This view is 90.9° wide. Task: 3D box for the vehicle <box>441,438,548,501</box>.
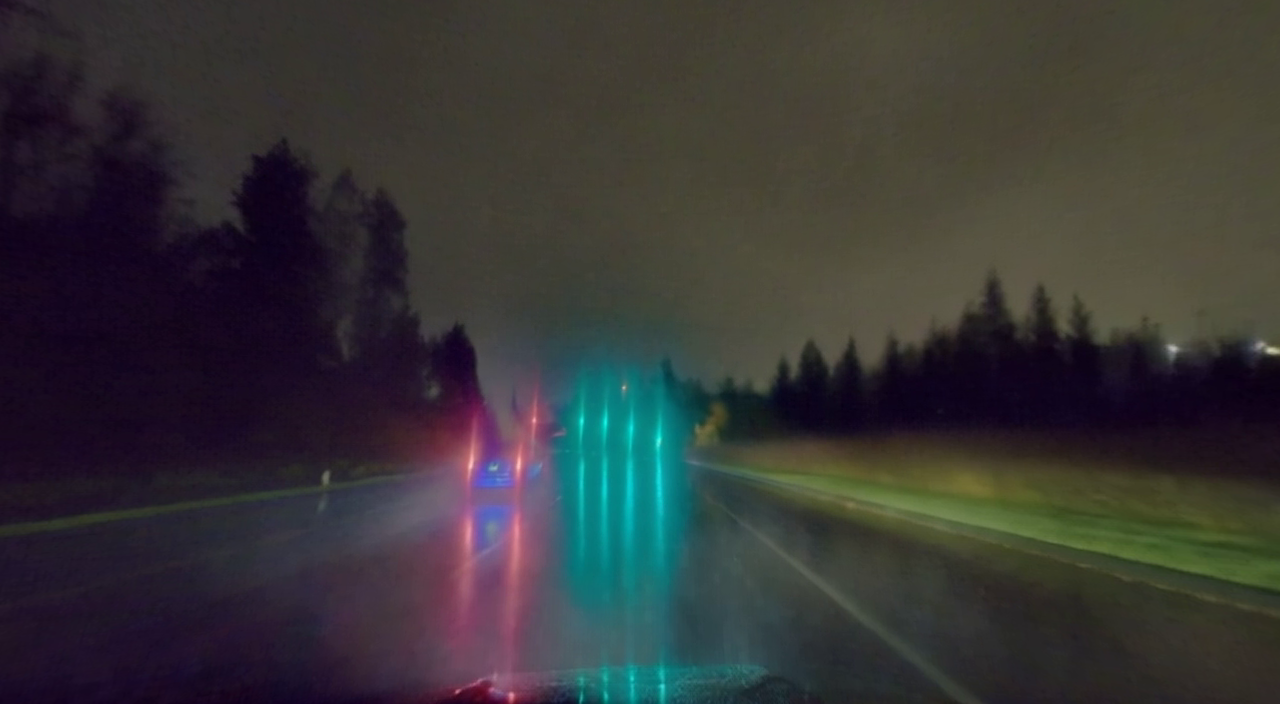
[{"bbox_3d":[-3.891,3.215,17.755,1.968,1.503,4.443,0,-8,0],"label":"vehicle"}]
